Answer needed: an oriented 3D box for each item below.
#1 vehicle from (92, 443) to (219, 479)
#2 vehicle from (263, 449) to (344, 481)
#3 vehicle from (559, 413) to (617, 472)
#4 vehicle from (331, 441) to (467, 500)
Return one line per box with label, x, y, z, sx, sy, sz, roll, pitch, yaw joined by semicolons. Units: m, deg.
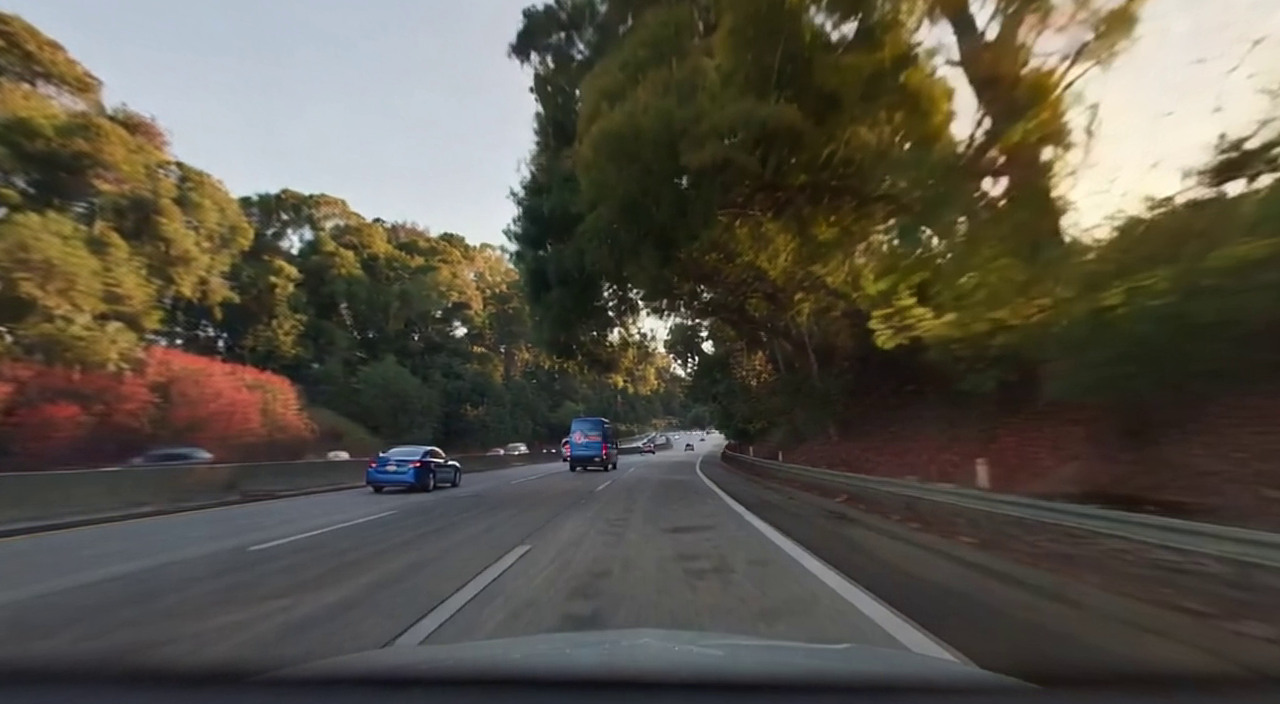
vehicle;-24.056;5.414;31.645;1.999;1.620;5.320;0;-8;3
vehicle;-16.332;5.485;30.831;1.838;1.427;3.727;0;-8;2
vehicle;-2.654;4.868;33.987;2.319;2.883;5.632;0;-8;4
vehicle;-6.588;3.266;17.871;1.947;1.438;4.440;0;-8;2
